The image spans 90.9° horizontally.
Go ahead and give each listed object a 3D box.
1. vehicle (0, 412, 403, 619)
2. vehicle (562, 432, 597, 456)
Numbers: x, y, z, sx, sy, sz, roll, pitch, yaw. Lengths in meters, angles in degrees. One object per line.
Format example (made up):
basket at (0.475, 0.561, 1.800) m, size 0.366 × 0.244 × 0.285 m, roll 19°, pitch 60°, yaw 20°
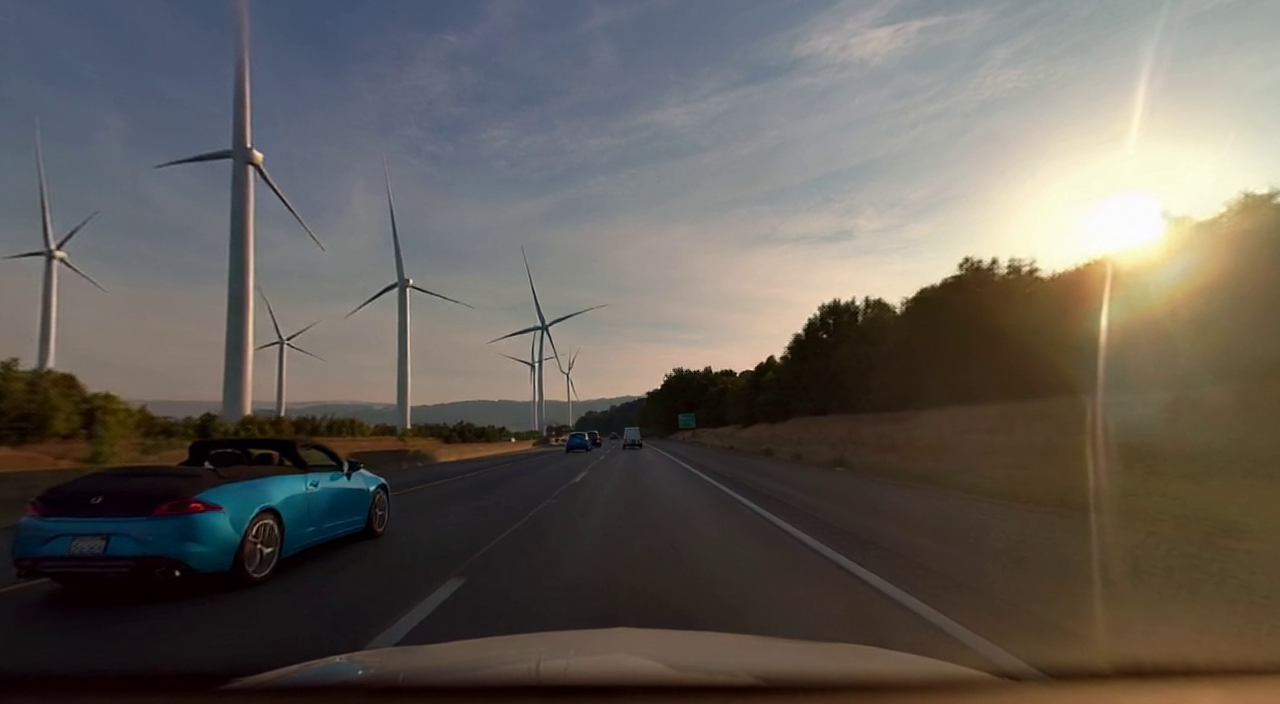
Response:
vehicle at (-4.228, 1.414, 6.505) m, size 1.969 × 1.413 × 4.194 m, roll 0°, pitch -8°, yaw -1°
vehicle at (-3.872, 5.933, 40.857) m, size 2.024 × 1.456 × 3.754 m, roll 0°, pitch -8°, yaw -2°
